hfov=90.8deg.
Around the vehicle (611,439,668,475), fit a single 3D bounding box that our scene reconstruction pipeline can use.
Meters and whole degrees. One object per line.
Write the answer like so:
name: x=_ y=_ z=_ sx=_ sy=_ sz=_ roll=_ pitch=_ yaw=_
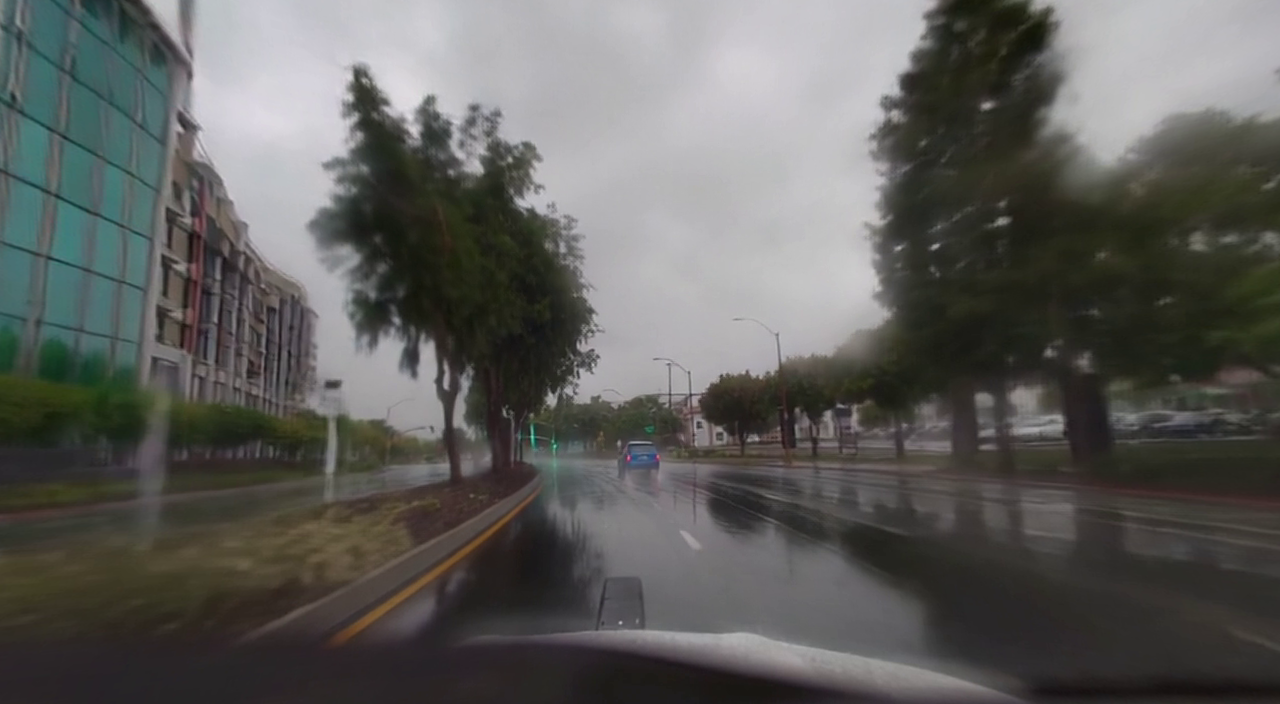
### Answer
vehicle: x=-0.128 y=5.272 z=31.935 sx=2.165 sy=1.633 sz=4.381 roll=1 pitch=-9 yaw=-10
